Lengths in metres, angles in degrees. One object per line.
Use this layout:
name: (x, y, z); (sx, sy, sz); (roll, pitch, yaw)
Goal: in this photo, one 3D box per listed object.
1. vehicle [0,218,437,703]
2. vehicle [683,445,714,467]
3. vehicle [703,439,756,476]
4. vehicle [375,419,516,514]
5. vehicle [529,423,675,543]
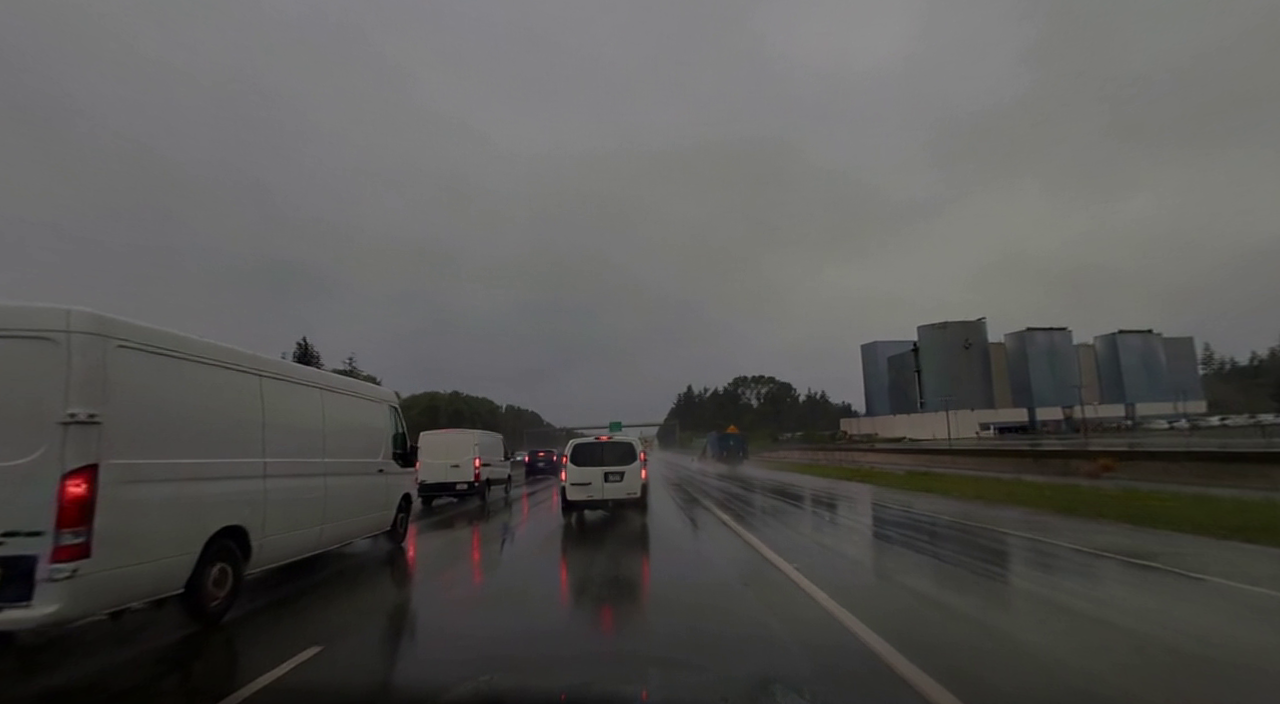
vehicle: (-4.433, 1.083, 6.682); (2.248, 2.626, 6.837); (0, -9, 0)
vehicle: (4.239, 7.620, 46.218); (1.874, 1.512, 3.723); (0, -9, -1)
vehicle: (4.421, 5.298, 31.801); (2.003, 1.754, 4.134); (0, -9, -1)
vehicle: (-4.568, 2.777, 15.644); (2.043, 1.987, 4.486); (0, -9, 0)
vehicle: (-0.563, 2.184, 11.027); (2.093, 1.695, 3.782); (0, -9, -1)
